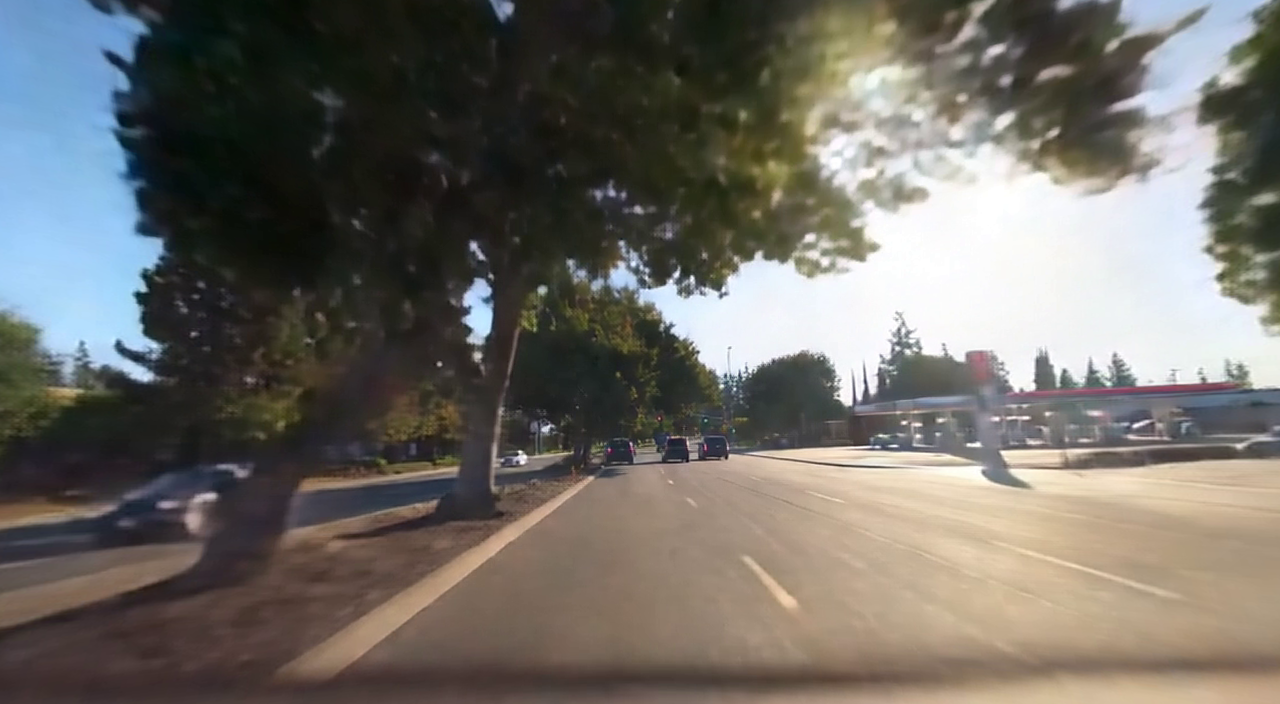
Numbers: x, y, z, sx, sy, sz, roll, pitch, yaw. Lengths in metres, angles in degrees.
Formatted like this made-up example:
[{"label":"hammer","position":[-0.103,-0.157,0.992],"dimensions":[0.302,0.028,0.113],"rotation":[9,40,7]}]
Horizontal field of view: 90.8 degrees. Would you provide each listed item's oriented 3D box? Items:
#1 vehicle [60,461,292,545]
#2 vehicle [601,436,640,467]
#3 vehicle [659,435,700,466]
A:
[{"label":"vehicle","position":[-10.353,3.347,14.703],"dimensions":[2.052,1.503,4.559],"rotation":[0,-8,-2]},{"label":"vehicle","position":[-1.290,6.215,39.719],"dimensions":[2.261,1.820,4.255],"rotation":[0,-9,-5]},{"label":"vehicle","position":[2.453,6.283,40.394],"dimensions":[2.140,1.800,4.660],"rotation":[0,-8,-2]}]
